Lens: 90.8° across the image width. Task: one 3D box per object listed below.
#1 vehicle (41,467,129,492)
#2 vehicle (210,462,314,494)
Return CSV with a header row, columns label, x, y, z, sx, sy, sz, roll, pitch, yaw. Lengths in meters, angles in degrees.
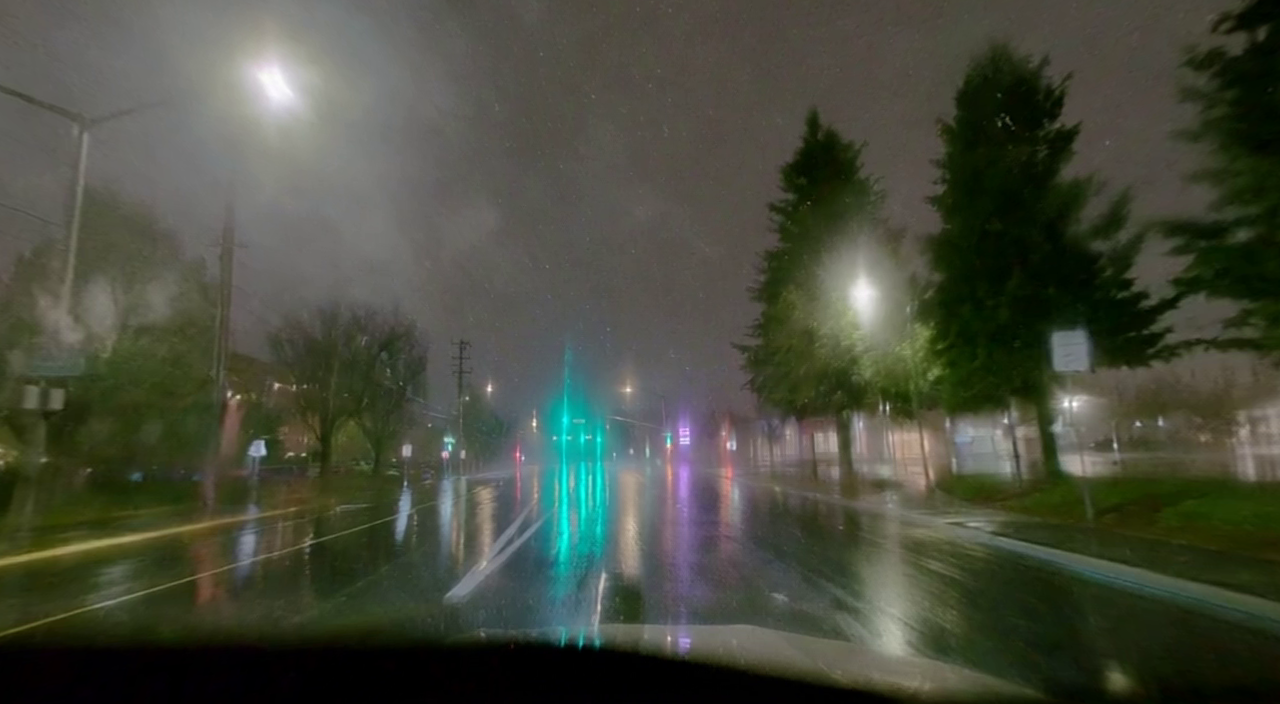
label,x,y,z,sx,sy,sz,roll,pitch,yaw
vehicle,-41.446,9.519,47.294,4.377,1.654,2.018,3,-9,-20
vehicle,-25.418,8.491,42.718,5.473,1.957,2.253,1,-9,-8
